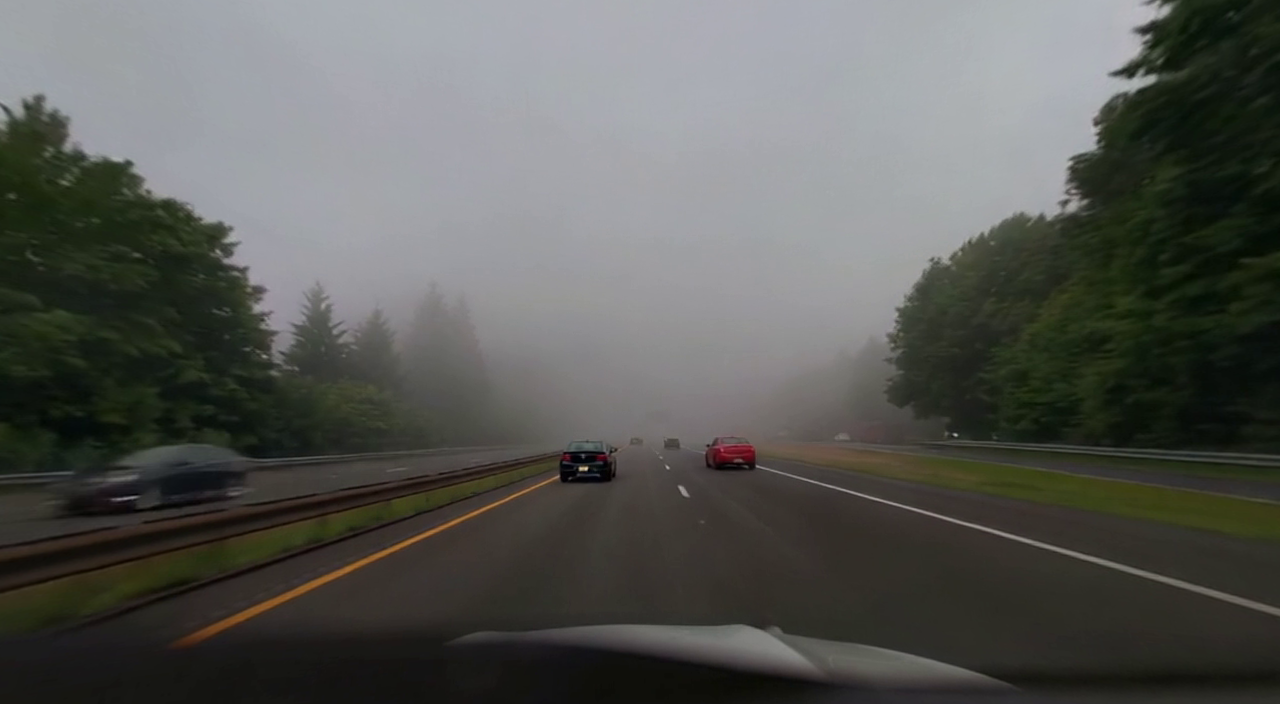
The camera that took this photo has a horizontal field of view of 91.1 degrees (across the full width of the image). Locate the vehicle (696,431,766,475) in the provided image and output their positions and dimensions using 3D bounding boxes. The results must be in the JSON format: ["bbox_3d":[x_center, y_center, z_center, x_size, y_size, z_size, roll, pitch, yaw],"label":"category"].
[{"bbox_3d":[3.378,3.826,24.177,2.010,1.508,4.285,0,-8,0],"label":"vehicle"}]

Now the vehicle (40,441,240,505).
[{"bbox_3d":[-13.747,3.297,17.743,1.819,1.504,4.608,0,-8,1],"label":"vehicle"}]

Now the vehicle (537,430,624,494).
[{"bbox_3d":[-1.442,2.822,16.610,1.897,1.479,3.724,0,-8,1],"label":"vehicle"}]
